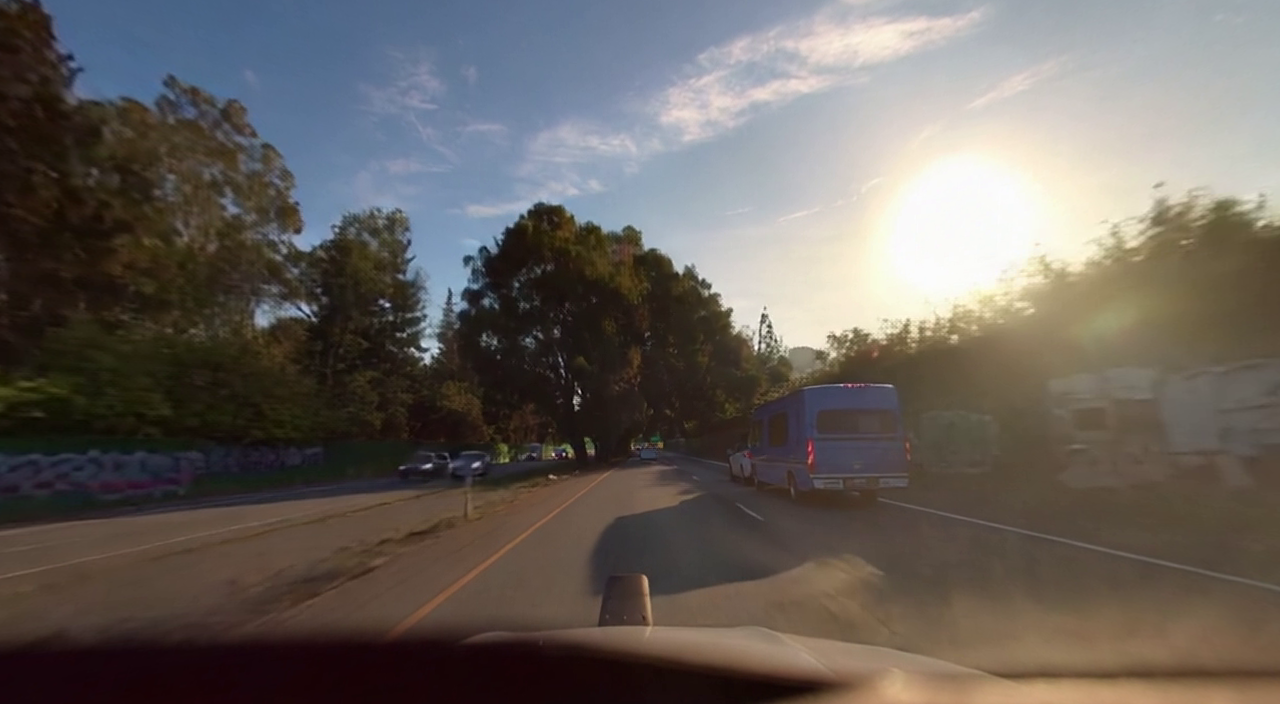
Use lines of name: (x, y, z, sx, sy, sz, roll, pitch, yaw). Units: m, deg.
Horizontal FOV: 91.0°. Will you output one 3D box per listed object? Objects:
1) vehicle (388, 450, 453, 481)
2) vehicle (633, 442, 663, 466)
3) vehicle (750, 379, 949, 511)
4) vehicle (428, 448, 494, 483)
vehicle: (-12.631, 6.555, 36.566, 2.013, 1.623, 4.727, -1, -8, 1)
vehicle: (0.576, 7.222, 44.632, 2.030, 1.572, 4.067, 0, -8, 0)
vehicle: (4.856, 2.392, 16.316, 2.712, 2.659, 6.992, 0, -8, 0)
vehicle: (-8.534, 5.439, 30.353, 1.900, 1.519, 3.886, -1, -8, 2)
